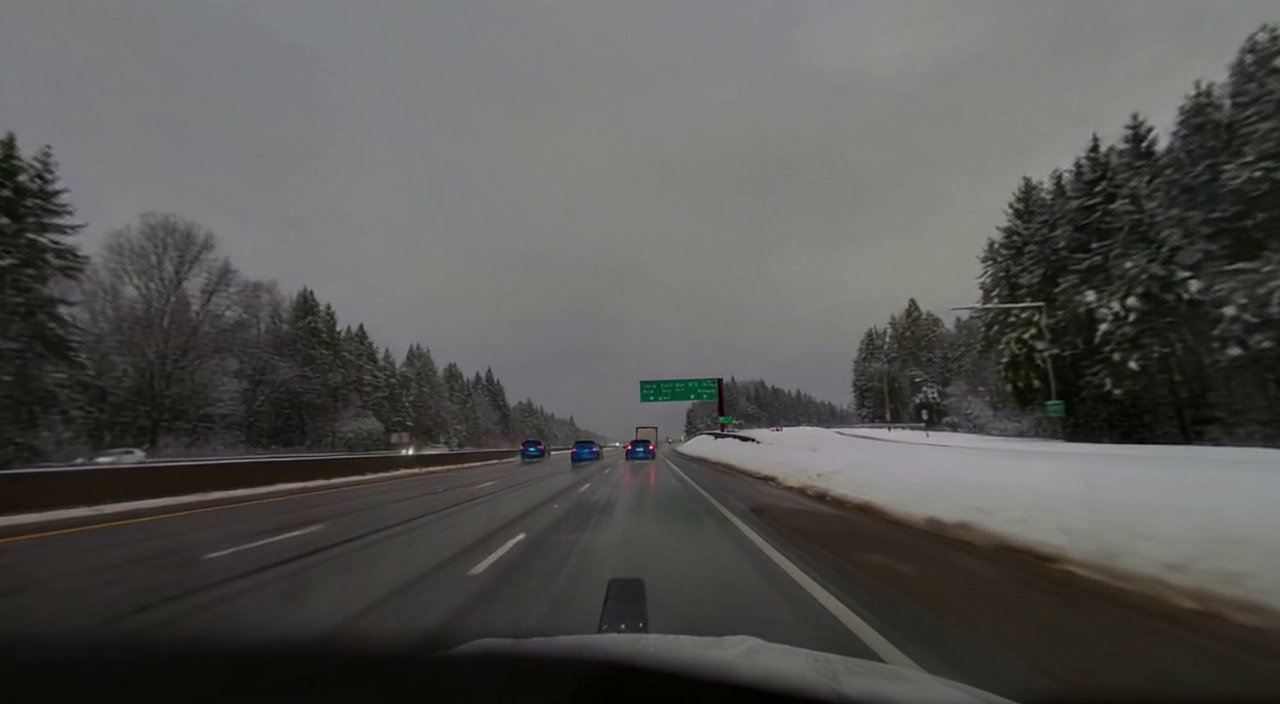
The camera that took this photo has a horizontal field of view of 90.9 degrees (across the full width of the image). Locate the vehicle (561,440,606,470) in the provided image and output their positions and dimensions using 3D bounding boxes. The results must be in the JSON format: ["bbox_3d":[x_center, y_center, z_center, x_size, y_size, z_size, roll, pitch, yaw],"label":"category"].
[{"bbox_3d":[-3.228,5.993,36.987,2.139,1.589,5.102,0,-8,1],"label":"vehicle"}]

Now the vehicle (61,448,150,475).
[{"bbox_3d":[-38.034,7.779,45.098,2.252,1.816,4.784,0,-9,-2],"label":"vehicle"}]

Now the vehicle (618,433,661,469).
[{"bbox_3d":[0.005,5.659,36.282,2.309,1.915,5.130,0,-8,0],"label":"vehicle"}]

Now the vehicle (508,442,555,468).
[{"bbox_3d":[-6.748,6.433,39.673,2.009,1.519,4.697,0,-8,1],"label":"vehicle"}]
